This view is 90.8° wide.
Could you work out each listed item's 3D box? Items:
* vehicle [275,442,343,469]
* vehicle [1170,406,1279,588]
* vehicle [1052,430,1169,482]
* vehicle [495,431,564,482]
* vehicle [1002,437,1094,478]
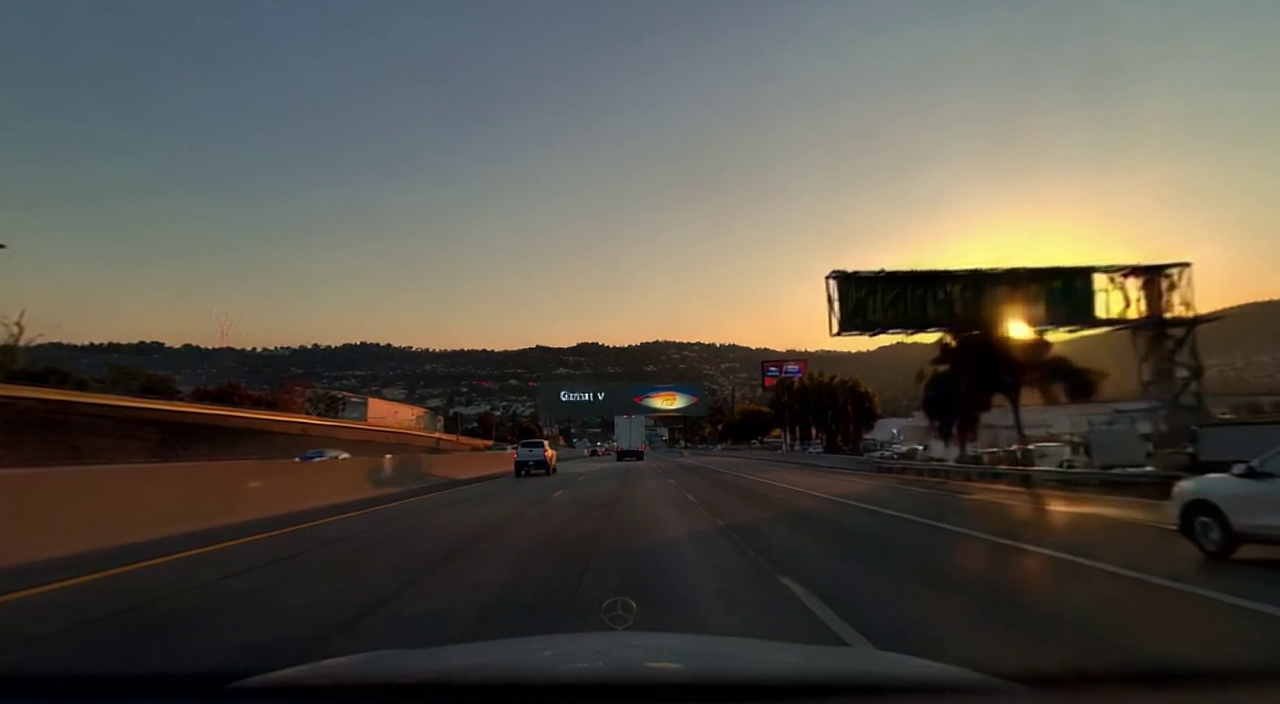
[{"bbox_3d":[-25.465,7.968,48.904,2.251,1.964,5.807,0,-9,-2],"label":"vehicle"},{"bbox_3d":[6.974,1.215,4.952,1.928,1.686,4.182,0,-9,-1],"label":"vehicle"},{"bbox_3d":[33.783,7.398,45.319,7.934,3.428,3.258,5,-9,-27],"label":"vehicle"},{"bbox_3d":[-4.489,4.335,26.435,2.095,1.930,4.680,0,-8,0],"label":"vehicle"},{"bbox_3d":[31.574,8.108,48.878,6.081,2.952,2.754,4,-8,-21],"label":"vehicle"}]
